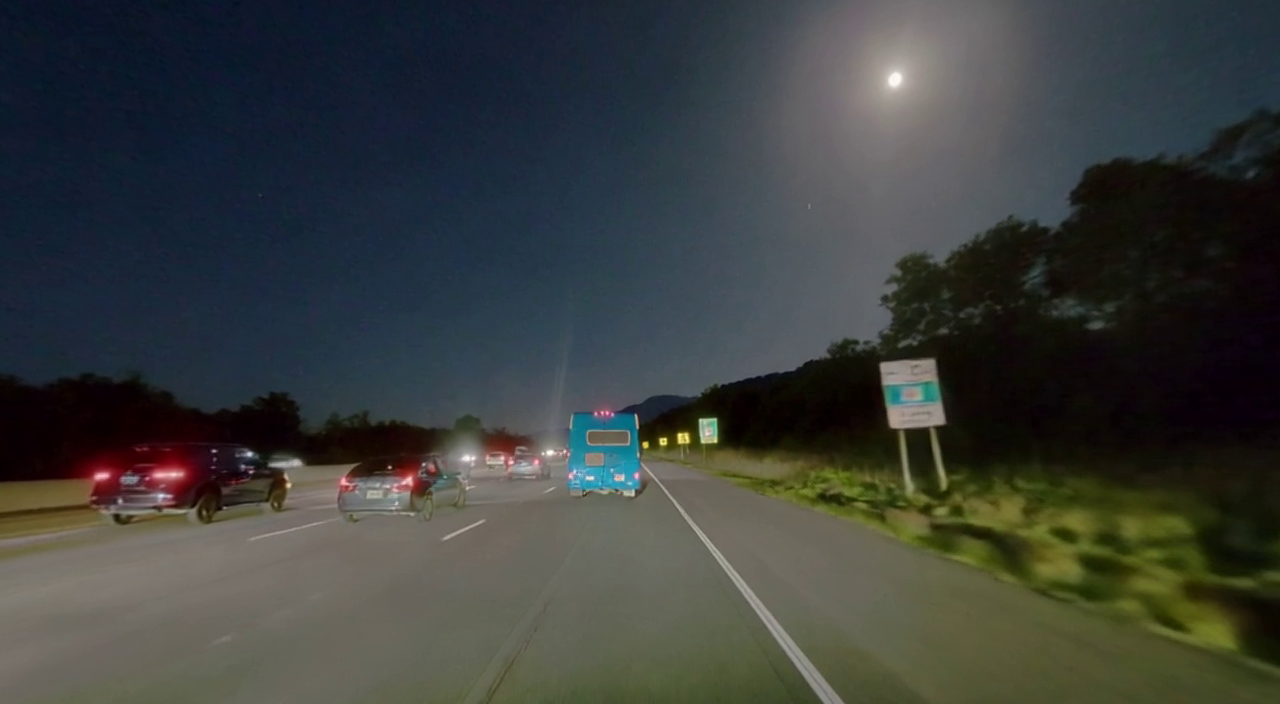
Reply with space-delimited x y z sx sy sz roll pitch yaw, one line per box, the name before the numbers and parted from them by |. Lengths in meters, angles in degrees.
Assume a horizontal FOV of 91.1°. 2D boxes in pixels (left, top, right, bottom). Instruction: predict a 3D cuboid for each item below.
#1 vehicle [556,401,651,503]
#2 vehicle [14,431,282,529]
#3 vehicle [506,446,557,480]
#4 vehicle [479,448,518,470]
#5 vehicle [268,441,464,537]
vehicle | -0.961 2.944 18.664 2.394 2.556 5.232 0 -9 -1
vehicle | -9.576 2.500 12.829 2.010 1.621 4.252 0 -9 0
vehicle | -5.122 5.275 30.163 1.872 1.480 3.545 0 -9 -1
vehicle | -10.102 7.645 45.234 1.886 1.462 4.084 0 -9 -1
vehicle | -4.773 2.417 11.723 1.876 1.438 4.072 0 -9 -1
